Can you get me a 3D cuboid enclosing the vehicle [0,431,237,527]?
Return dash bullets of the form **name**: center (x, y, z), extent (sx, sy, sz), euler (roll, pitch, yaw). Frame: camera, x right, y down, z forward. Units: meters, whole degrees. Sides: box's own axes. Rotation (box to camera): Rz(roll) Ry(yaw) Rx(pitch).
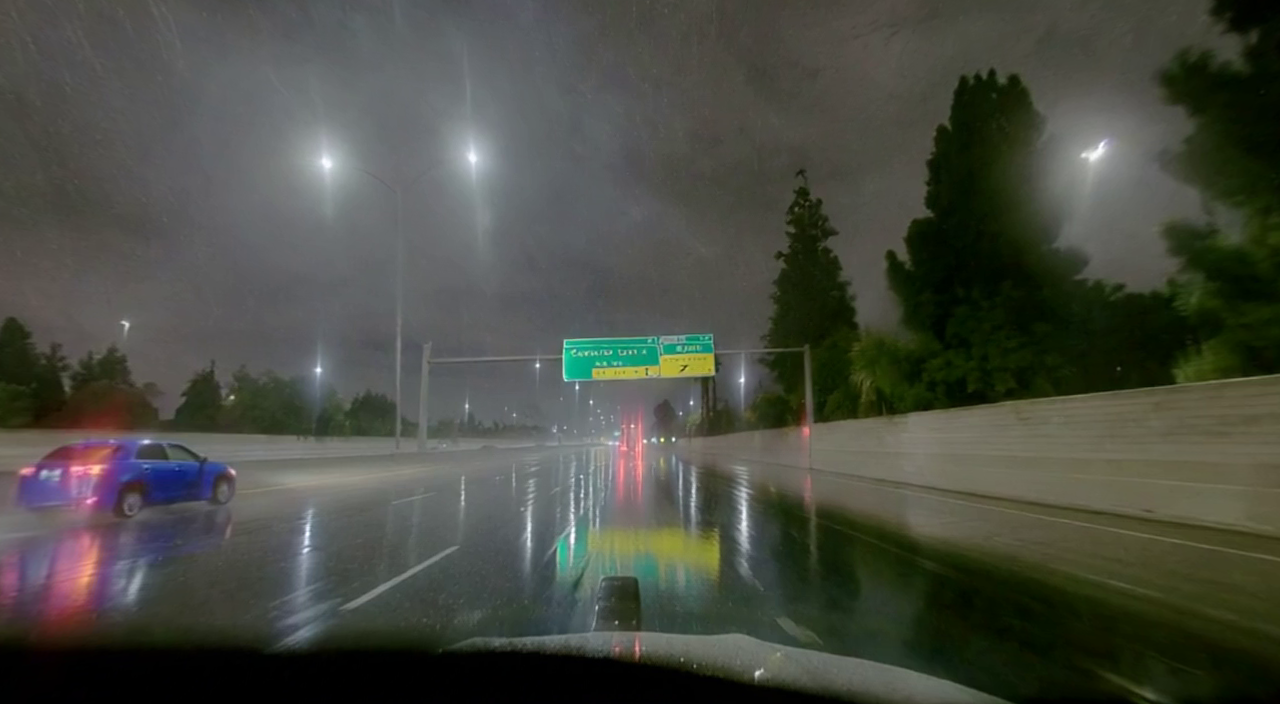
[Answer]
- **vehicle**: center (-10.608, 2.510, 13.039), extent (1.897, 1.653, 4.113), euler (0, -9, -1)
